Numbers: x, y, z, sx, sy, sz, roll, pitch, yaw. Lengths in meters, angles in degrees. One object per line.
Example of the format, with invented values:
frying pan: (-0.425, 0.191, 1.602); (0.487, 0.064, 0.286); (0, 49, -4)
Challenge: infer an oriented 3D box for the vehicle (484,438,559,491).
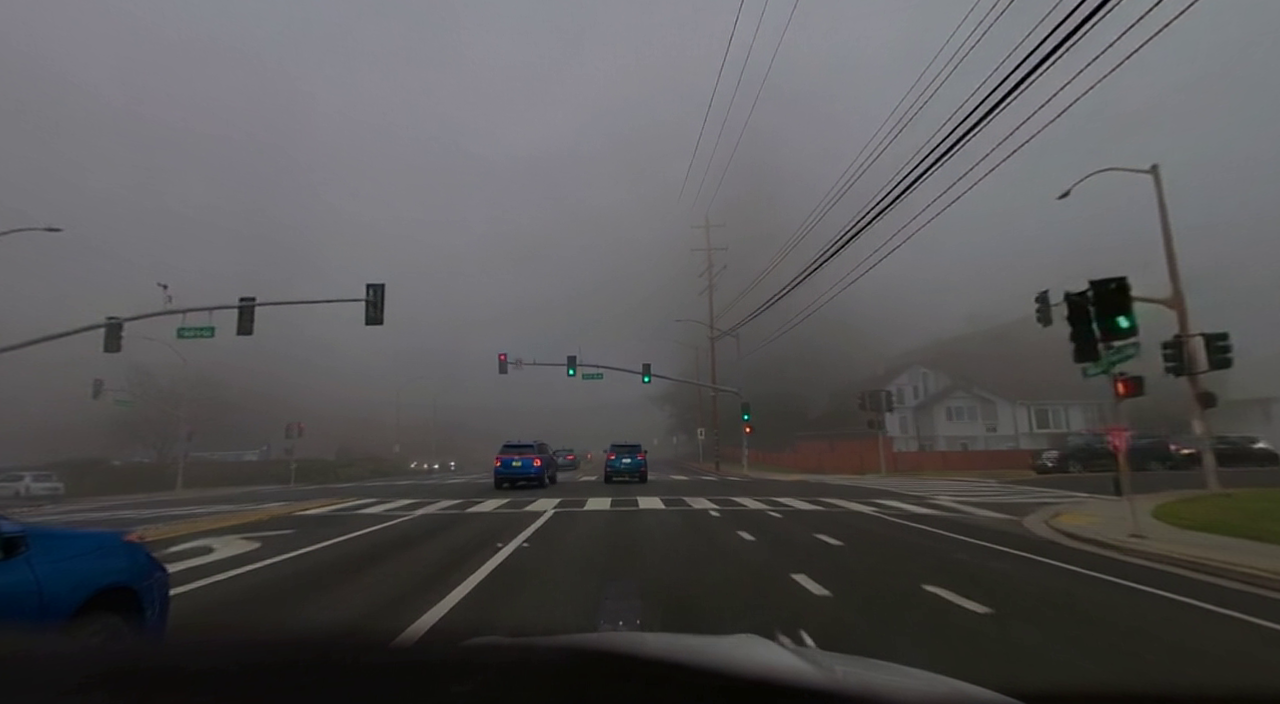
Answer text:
vehicle: (-4.103, 3.960, 22.560); (1.899, 1.685, 4.121); (0, -9, -1)

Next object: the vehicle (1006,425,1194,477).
vehicle: (18.499, 4.008, 25.781); (5.652, 1.990, 2.190); (-2, -9, 12)

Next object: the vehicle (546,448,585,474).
vehicle: (-4.402, 6.472, 37.799); (1.863, 1.449, 4.153); (0, -8, -1)

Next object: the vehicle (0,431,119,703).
vehicle: (-3.199, 0.721, 0.431); (1.901, 1.409, 4.442); (0, -9, 0)

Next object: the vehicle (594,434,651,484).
vehicle: (-0.741, 4.361, 25.999); (2.155, 1.836, 4.250); (0, -9, -2)

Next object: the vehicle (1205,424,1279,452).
vehicle: (32.659, 4.648, 33.909); (1.754, 1.414, 3.590); (-2, -9, 12)
